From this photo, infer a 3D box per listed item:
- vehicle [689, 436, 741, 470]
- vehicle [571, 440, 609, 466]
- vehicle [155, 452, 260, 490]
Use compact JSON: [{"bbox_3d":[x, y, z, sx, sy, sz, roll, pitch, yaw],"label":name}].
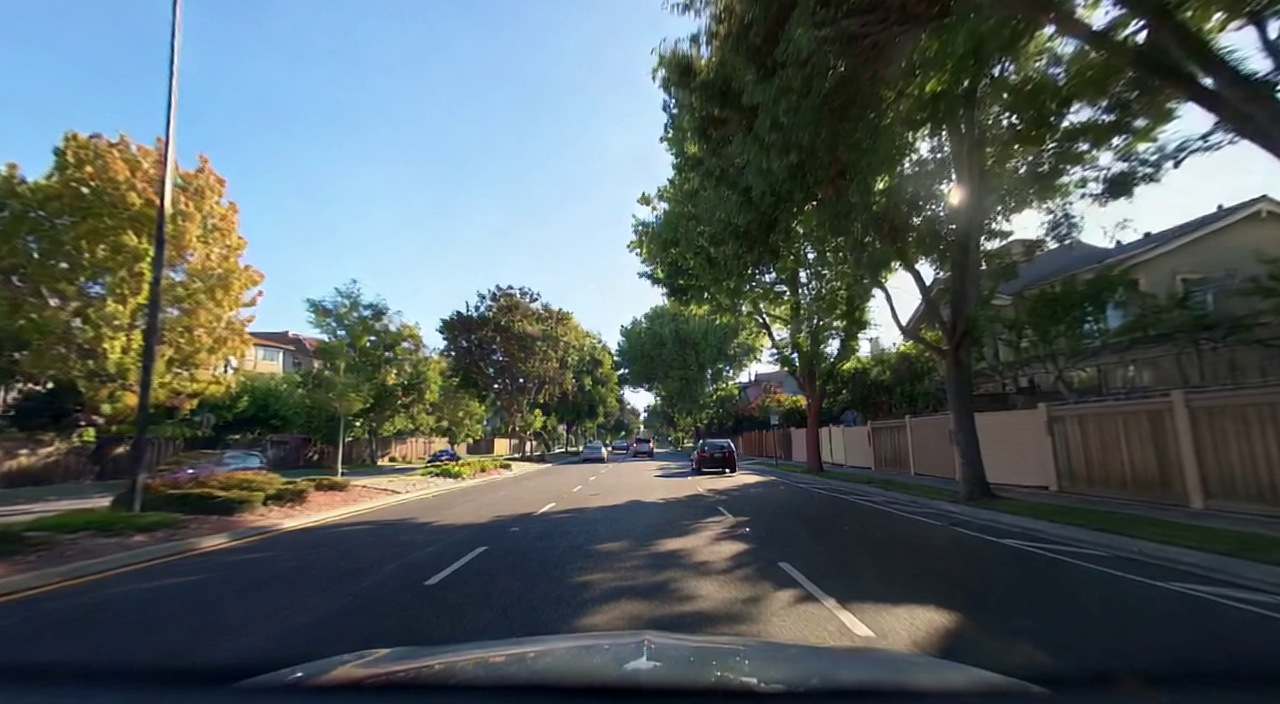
[{"bbox_3d":[3.925,5.373,33.658,2.182,1.688,4.187,0,-8,-1],"label":"vehicle"},{"bbox_3d":[-3.051,6.228,38.988,1.940,1.473,4.133,0,-8,1],"label":"vehicle"},{"bbox_3d":[-20.802,5.720,30.594,1.902,1.640,4.496,0,-8,0],"label":"vehicle"}]
